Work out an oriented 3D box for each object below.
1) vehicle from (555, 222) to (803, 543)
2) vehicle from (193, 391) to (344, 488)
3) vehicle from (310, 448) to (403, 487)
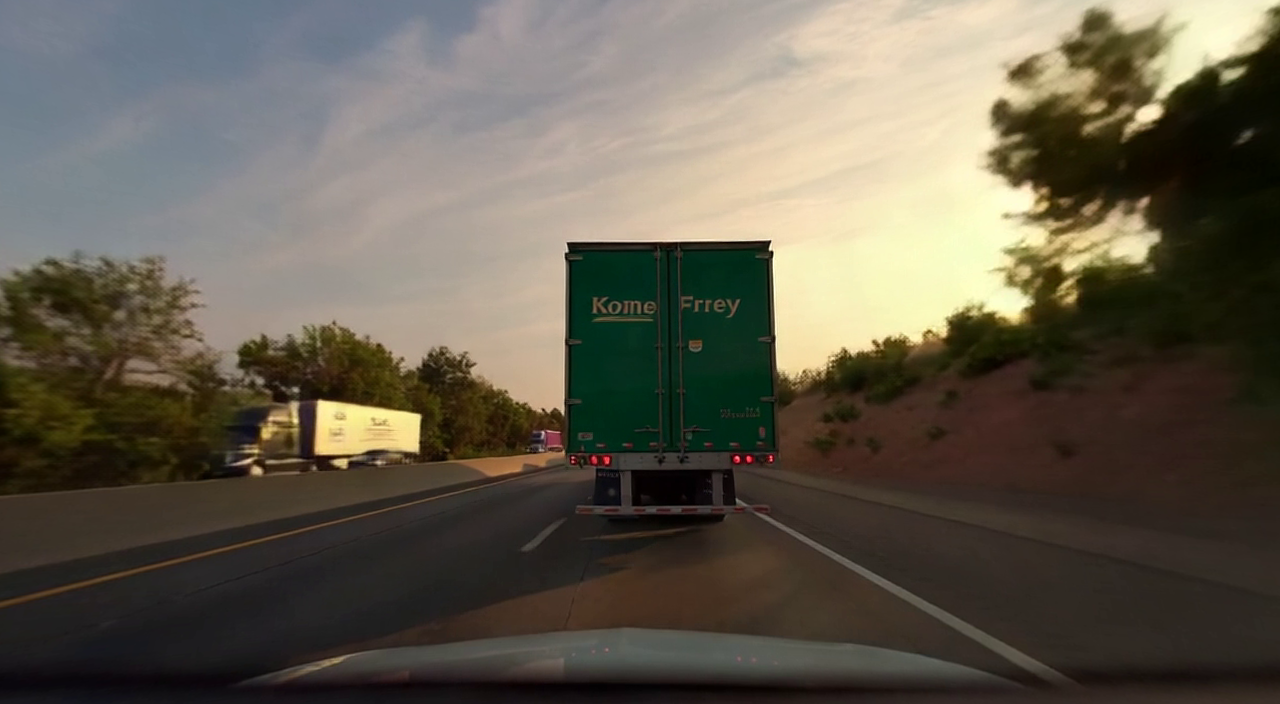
[{"bbox_3d":[0.495,1.453,15.683,3.230,4.377,14.405,0,-9,0],"label":"vehicle"},{"bbox_3d":[-16.460,4.011,28.566,3.001,3.922,5.958,0,-9,1],"label":"vehicle"},{"bbox_3d":[-12.016,4.900,27.033,1.944,1.486,4.229,0,-9,1],"label":"vehicle"}]
